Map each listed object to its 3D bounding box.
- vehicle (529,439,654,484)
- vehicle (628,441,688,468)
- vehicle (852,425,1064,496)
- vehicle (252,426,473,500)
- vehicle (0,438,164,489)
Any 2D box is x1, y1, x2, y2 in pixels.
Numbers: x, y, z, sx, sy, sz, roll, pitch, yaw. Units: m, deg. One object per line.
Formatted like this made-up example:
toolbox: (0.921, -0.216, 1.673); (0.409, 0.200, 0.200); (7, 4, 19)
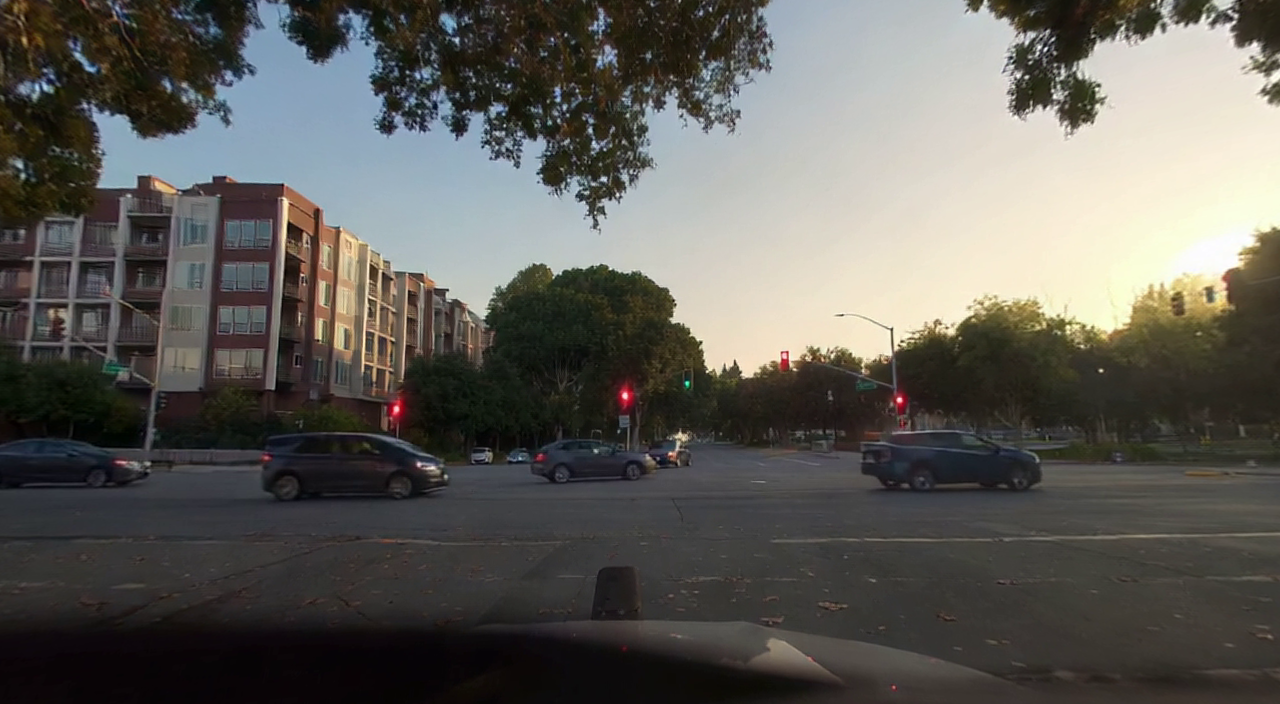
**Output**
vehicle: (-1.841, 4.171, 24.384); (4.397, 1.569, 1.955); (5, -10, -31)
vehicle: (1.196, 6.325, 39.157); (1.976, 1.505, 5.084); (-4, -9, 22)
vehicle: (9.476, 3.247, 19.181); (5.101, 1.940, 2.468); (1, -8, -7)
vehicle: (-7.202, 2.920, 16.949); (4.923, 1.800, 2.153); (1, -8, -5)
vehicle: (-17.750, 3.399, 19.422); (4.424, 1.454, 2.043); (1, -8, -5)
